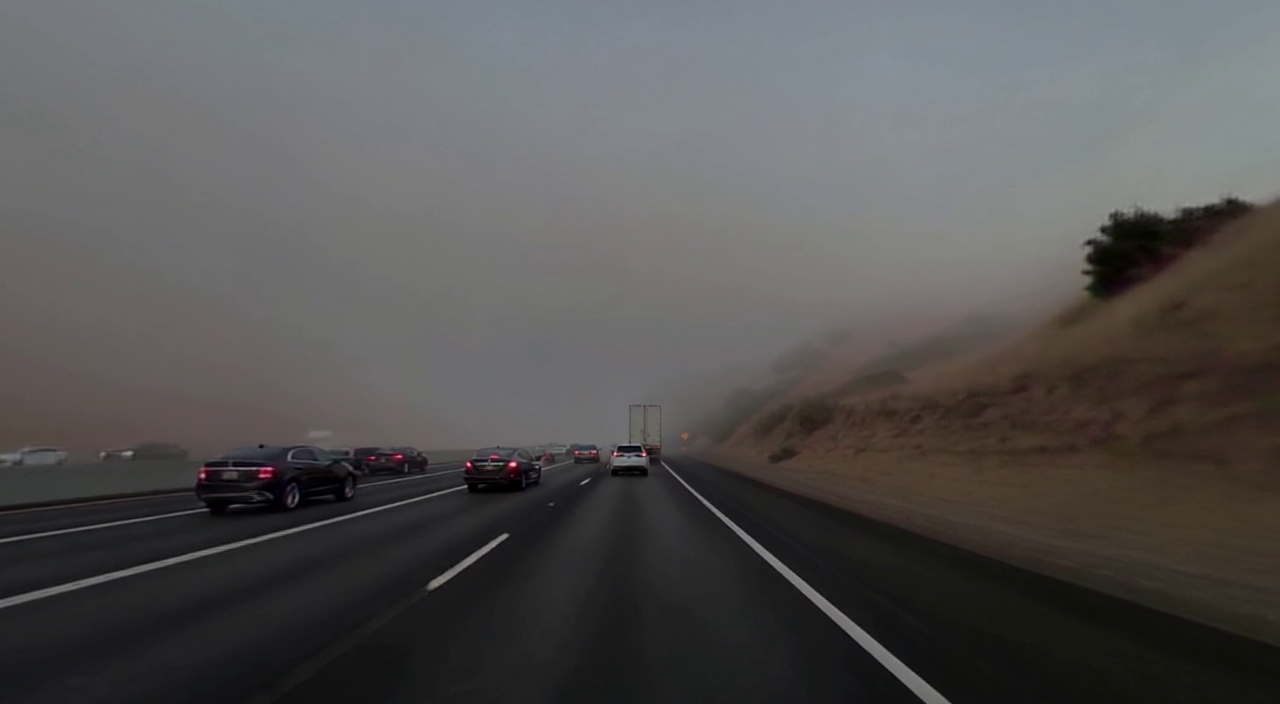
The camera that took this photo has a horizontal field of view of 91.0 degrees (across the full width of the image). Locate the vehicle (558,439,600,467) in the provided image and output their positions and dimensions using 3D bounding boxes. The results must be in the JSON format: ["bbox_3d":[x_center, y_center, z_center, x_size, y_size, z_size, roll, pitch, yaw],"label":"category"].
[{"bbox_3d":[-3.758,6.344,39.714,2.155,1.661,4.477,0,-9,1],"label":"vehicle"}]

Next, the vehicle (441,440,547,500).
[{"bbox_3d":[-4.011,3.324,18.151,1.943,1.468,4.547,0,-9,0],"label":"vehicle"}]

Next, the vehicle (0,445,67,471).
[{"bbox_3d":[-42.577,7.213,43.054,1.897,1.618,5.117,0,-9,0],"label":"vehicle"}]

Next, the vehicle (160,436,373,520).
[{"bbox_3d":[-7.821,2.654,13.791,2.029,1.507,4.204,0,-9,1],"label":"vehicle"}]

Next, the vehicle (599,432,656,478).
[{"bbox_3d":[-0.502,4.459,27.447,2.281,1.795,4.297,1,-9,0],"label":"vehicle"}]

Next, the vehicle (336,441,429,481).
[{"bbox_3d":[-10.709,4.568,26.586,1.950,1.507,4.527,0,-9,1],"label":"vehicle"}]
